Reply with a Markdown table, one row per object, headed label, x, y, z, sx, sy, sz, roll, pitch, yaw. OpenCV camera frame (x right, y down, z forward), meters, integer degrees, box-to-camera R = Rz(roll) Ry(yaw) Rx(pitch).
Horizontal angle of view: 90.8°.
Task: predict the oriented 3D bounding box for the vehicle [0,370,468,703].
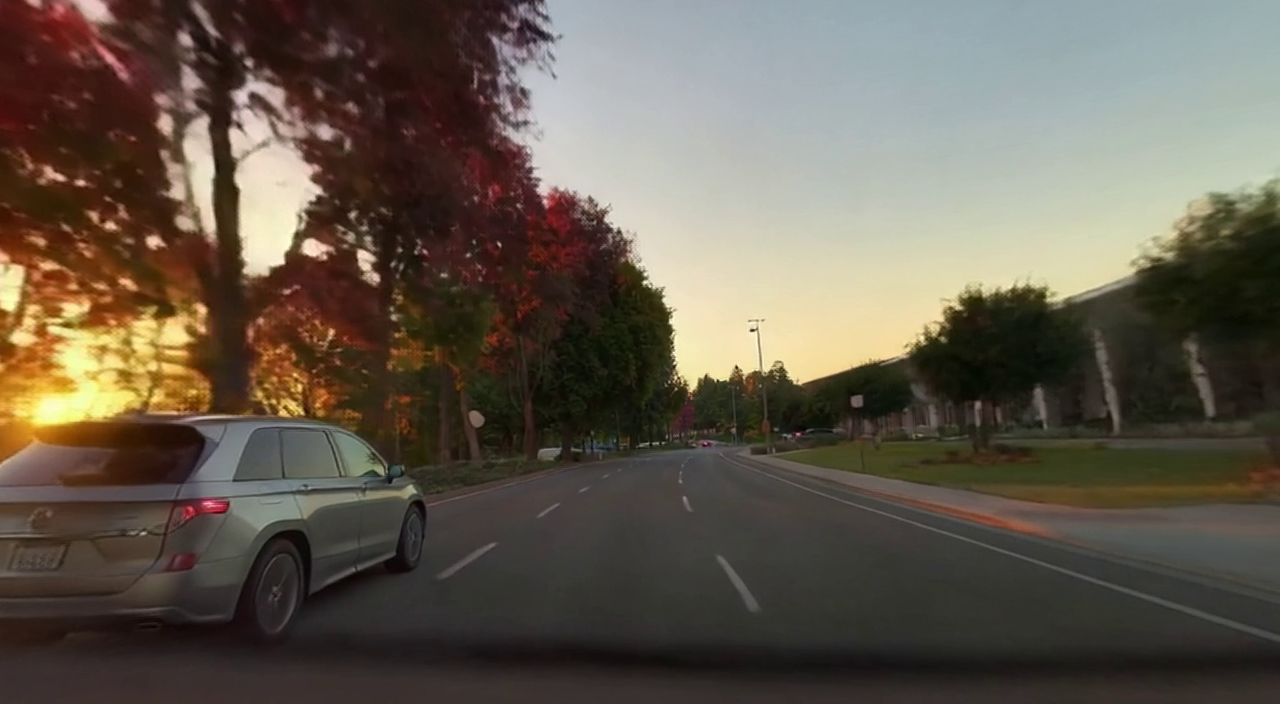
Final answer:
| label | x | y | z | sx | sy | sz | roll | pitch | yaw |
| --- | --- | --- | --- | --- | --- | --- | --- | --- | --- |
| vehicle | -3.120 | 1.259 | 5.113 | 2.067 | 1.700 | 4.561 | 0 | -8 | 1 |
